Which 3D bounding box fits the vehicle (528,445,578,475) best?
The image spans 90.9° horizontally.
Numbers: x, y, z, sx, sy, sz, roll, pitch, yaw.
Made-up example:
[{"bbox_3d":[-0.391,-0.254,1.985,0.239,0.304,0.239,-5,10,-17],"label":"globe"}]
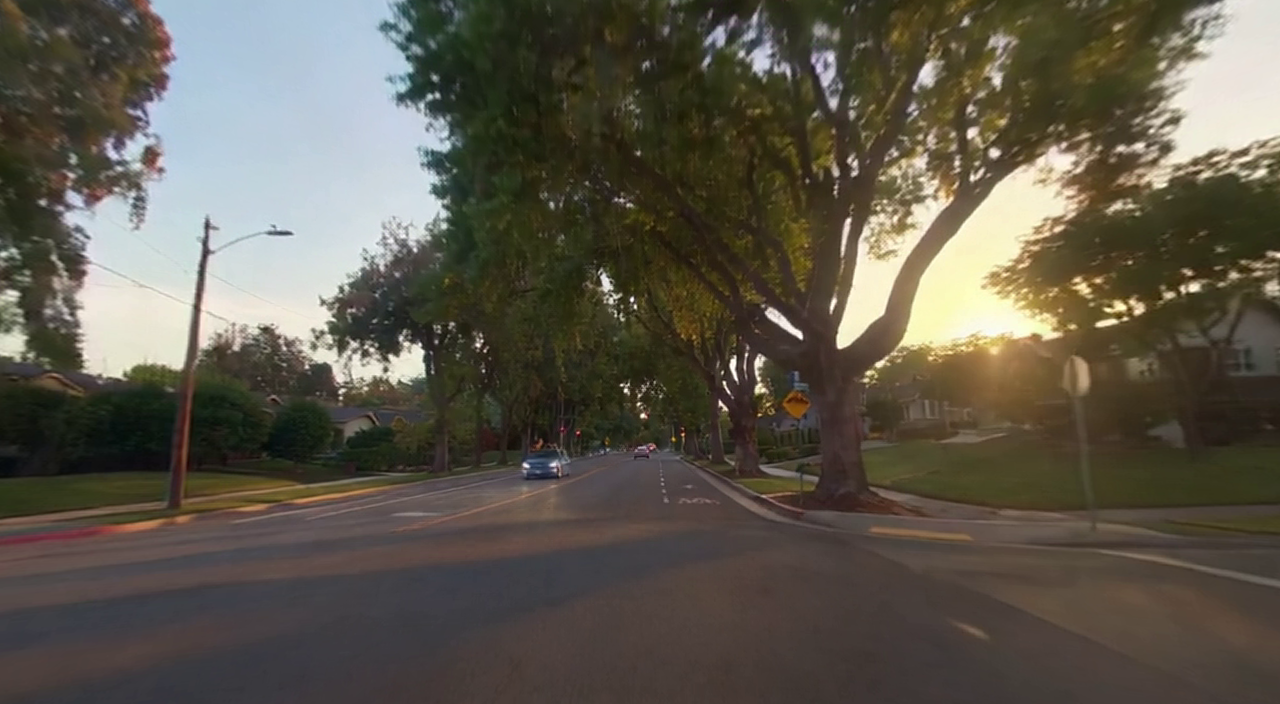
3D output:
[{"bbox_3d":[-4.730,5.924,34.778,1.927,1.521,4.571,0,-8,2],"label":"vehicle"}]
